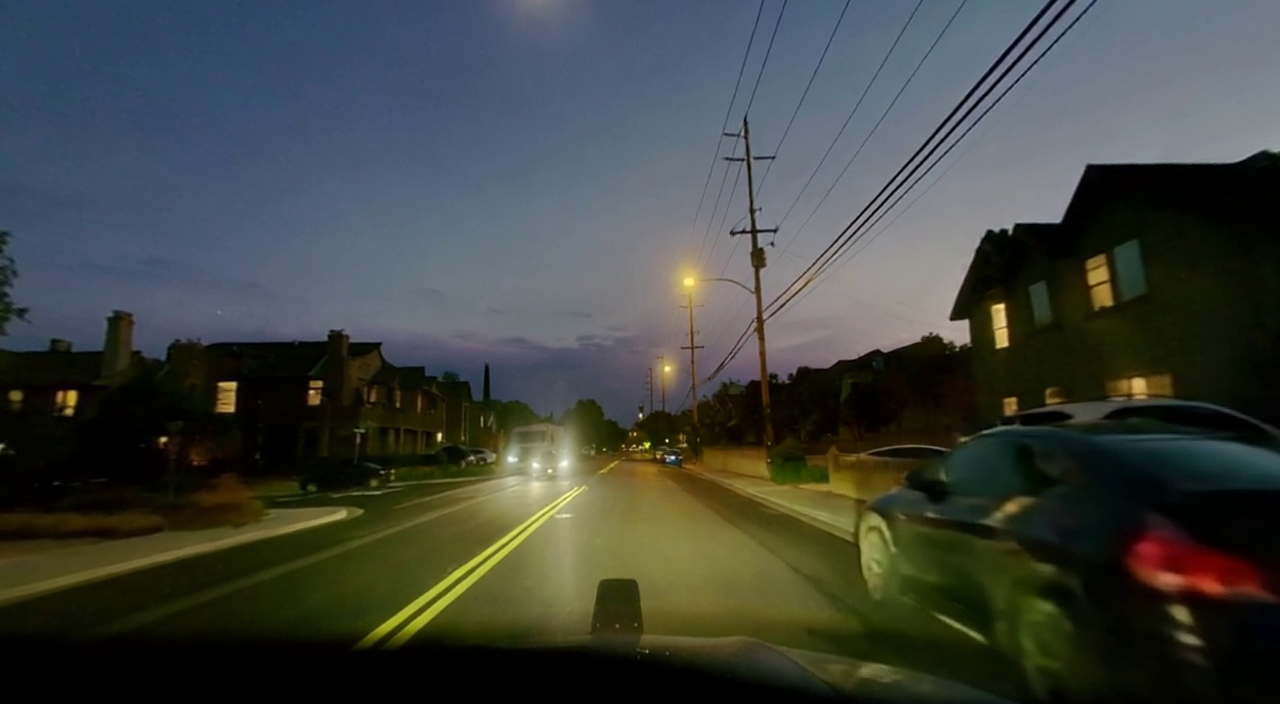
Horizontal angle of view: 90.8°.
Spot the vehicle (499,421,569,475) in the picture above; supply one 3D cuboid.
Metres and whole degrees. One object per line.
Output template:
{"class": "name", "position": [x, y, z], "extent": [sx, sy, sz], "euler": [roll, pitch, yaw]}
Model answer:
{"class": "vehicle", "position": [-6.884, 6.375, 42.129], "extent": [3.197, 3.187, 7.847], "euler": [-2, -8, 1]}

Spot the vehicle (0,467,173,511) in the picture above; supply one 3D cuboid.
{"class": "vehicle", "position": [-21.501, 5.294, 24.628], "extent": [4.913, 1.559, 1.927], "euler": [0, -9, -2]}

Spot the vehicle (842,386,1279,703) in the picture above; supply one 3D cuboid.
{"class": "vehicle", "position": [3.002, 1.189, 3.939], "extent": [1.879, 1.582, 4.250], "euler": [0, -9, -3]}

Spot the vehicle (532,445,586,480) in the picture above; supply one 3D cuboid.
{"class": "vehicle", "position": [-3.704, 5.123, 29.633], "extent": [1.912, 1.491, 4.375], "euler": [0, -9, 1]}

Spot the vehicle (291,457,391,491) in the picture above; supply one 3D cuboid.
{"class": "vehicle", "position": [-15.387, 6.277, 32.738], "extent": [4.204, 1.626, 1.874], "euler": [1, -9, -6]}

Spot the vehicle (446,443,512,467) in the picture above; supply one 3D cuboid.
{"class": "vehicle", "position": [-11.875, 7.635, 46.852], "extent": [4.311, 1.751, 2.045], "euler": [0, -9, 0]}
